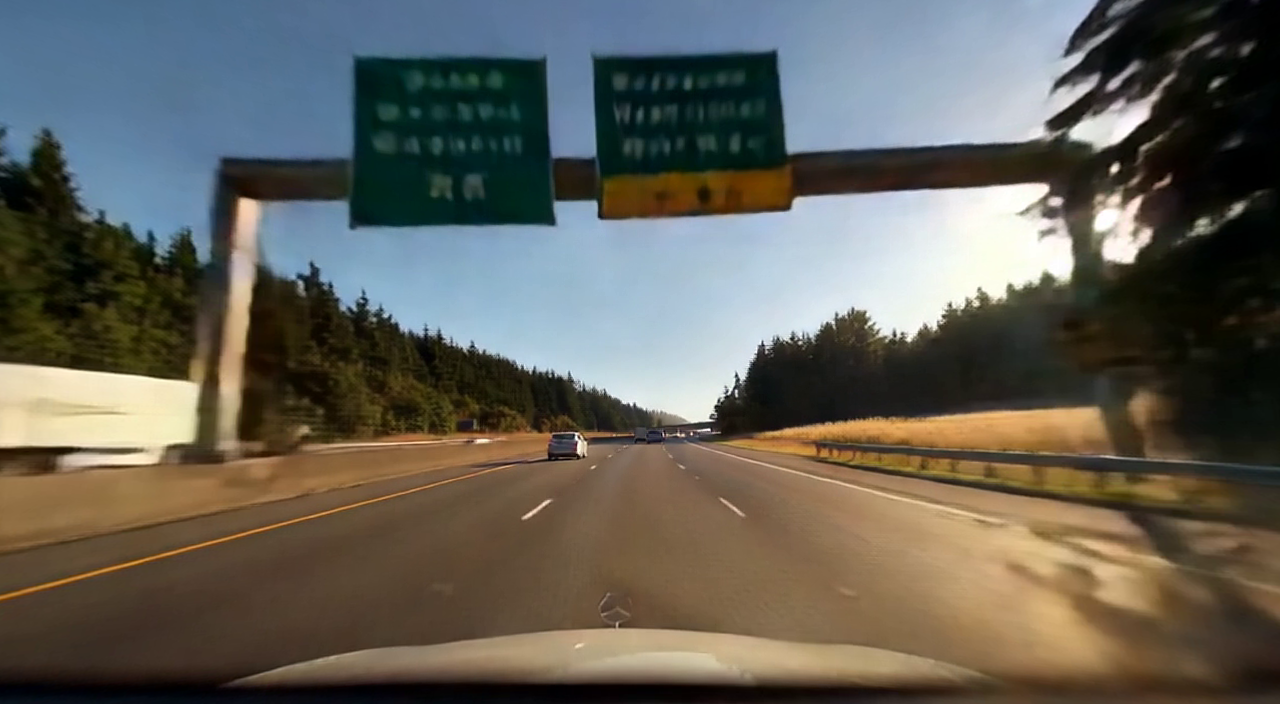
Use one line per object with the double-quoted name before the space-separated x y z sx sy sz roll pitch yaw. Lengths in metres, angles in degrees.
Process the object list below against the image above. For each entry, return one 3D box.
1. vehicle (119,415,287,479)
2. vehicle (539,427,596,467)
"vehicle" -16.591 3.640 24.501 2.299 2.146 5.917 0 -8 0
"vehicle" -3.221 4.298 28.686 2.084 1.654 4.080 0 -8 0
